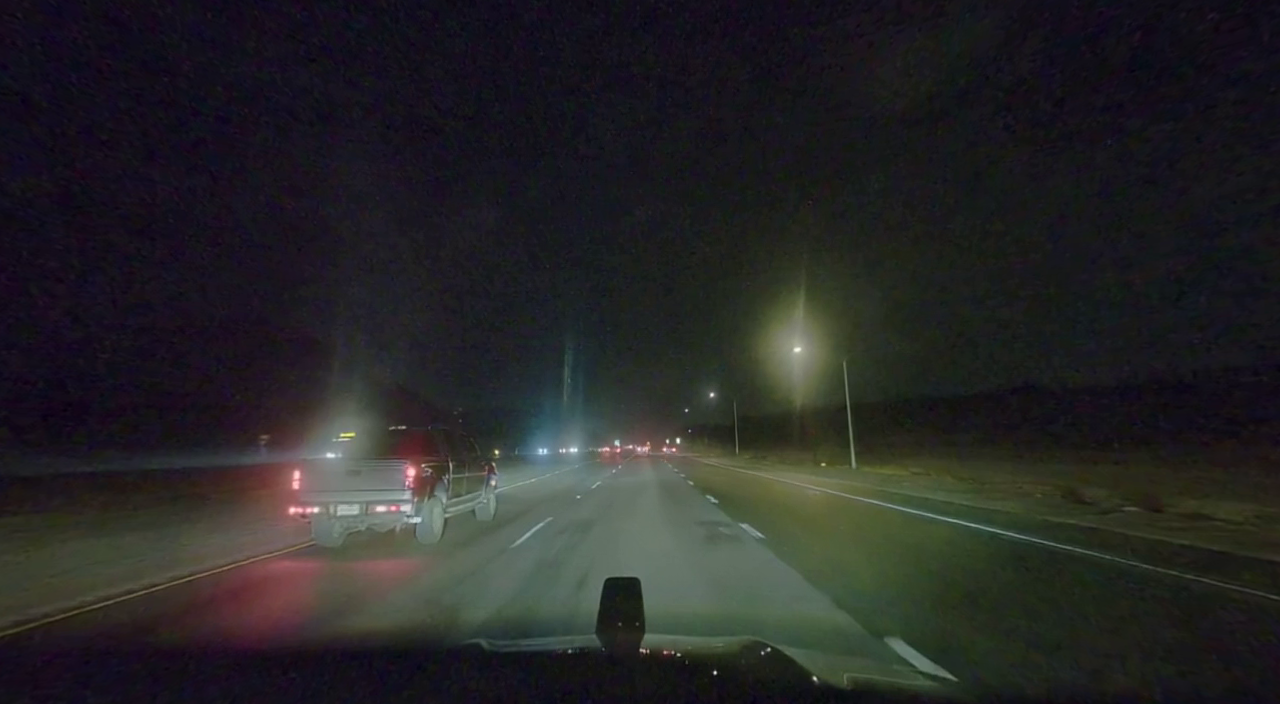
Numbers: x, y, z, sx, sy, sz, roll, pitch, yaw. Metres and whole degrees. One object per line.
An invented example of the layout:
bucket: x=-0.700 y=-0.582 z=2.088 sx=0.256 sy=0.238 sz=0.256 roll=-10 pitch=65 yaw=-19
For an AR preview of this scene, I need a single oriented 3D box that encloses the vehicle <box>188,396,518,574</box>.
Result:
vehicle: x=-3.694 y=1.862 z=9.729 sx=2.379 sy=1.918 sz=5.504 roll=0 pitch=-8 yaw=1
